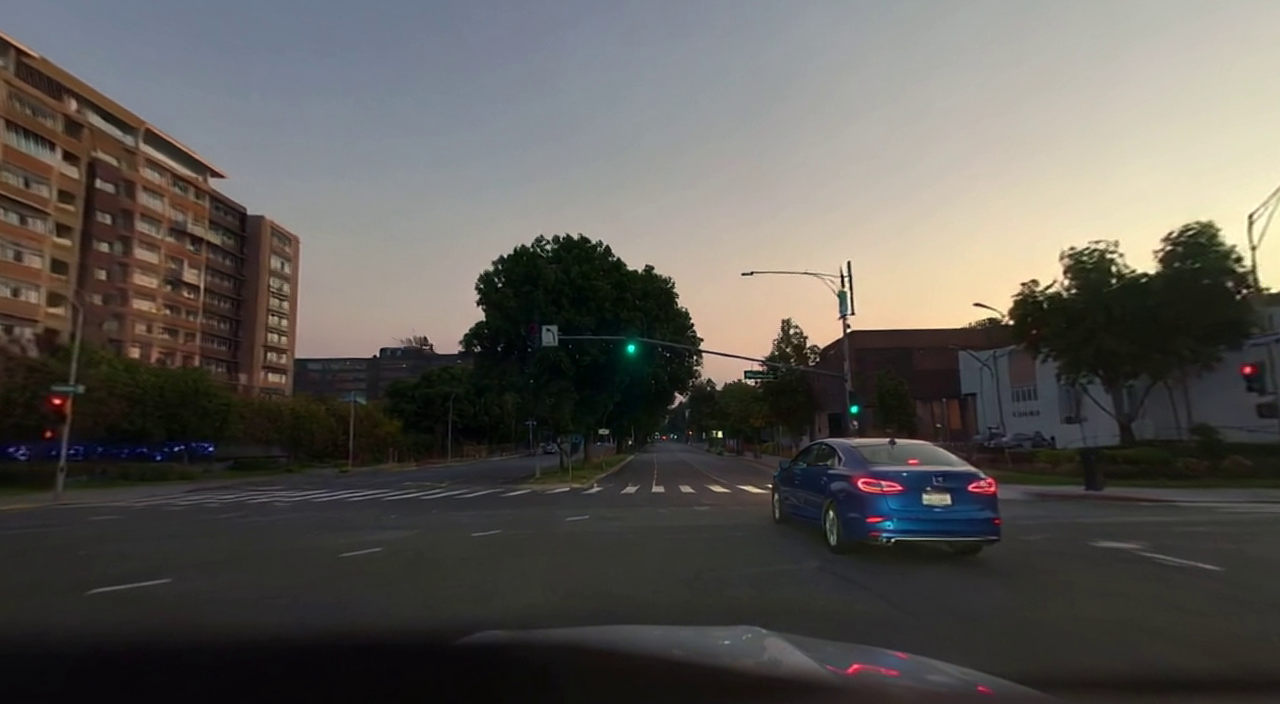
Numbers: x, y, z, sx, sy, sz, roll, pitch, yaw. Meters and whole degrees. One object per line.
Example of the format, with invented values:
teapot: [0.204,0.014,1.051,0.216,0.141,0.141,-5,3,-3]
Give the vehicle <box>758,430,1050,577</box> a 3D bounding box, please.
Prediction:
vehicle: [3.263,1.966,9.158,2.089,1.539,4.767,0,-8,-1]
